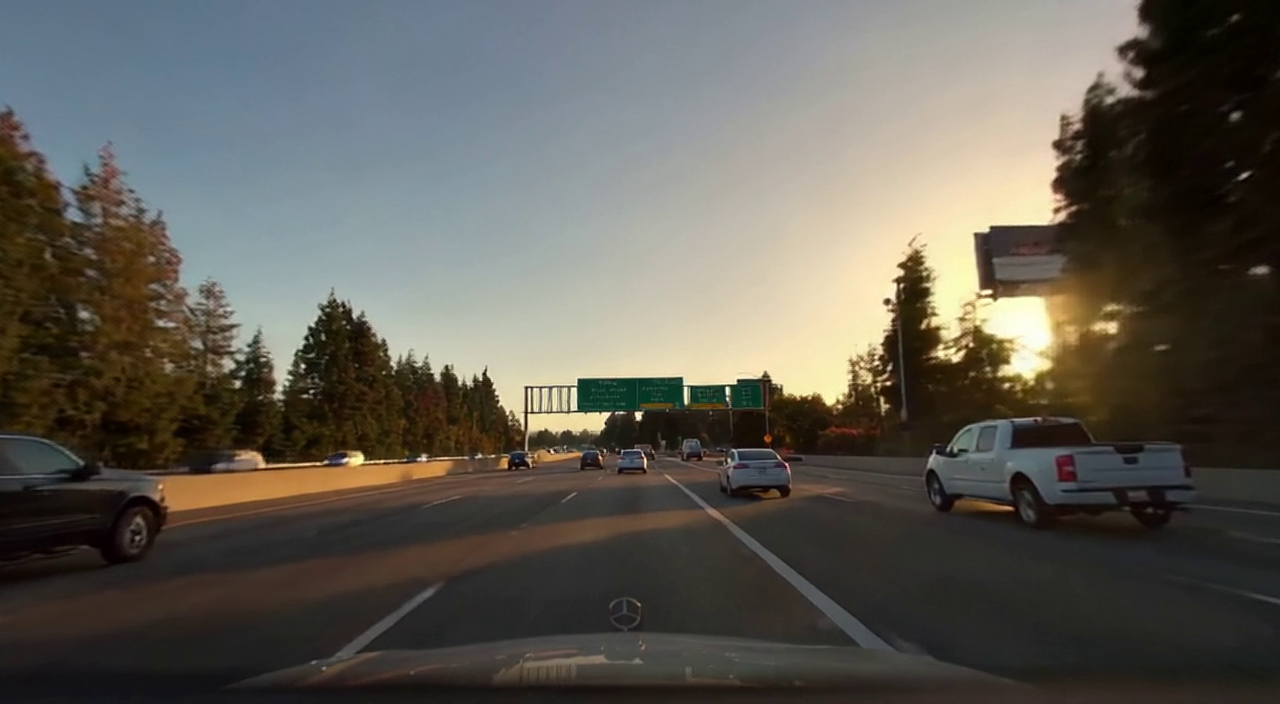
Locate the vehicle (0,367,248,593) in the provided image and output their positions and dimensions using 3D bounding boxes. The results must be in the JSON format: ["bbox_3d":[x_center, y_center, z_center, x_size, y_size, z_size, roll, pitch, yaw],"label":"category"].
[{"bbox_3d":[-6.998,1.234,6.154,2.444,2.012,6.122,-1,-9,0],"label":"vehicle"}]

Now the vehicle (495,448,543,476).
[{"bbox_3d":[-6.992,6.406,36.986,1.920,1.482,4.385,-1,-9,0],"label":"vehicle"}]

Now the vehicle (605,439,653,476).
[{"bbox_3d":[-0.575,5.572,33.489,2.323,1.805,4.729,0,-9,-1],"label":"vehicle"}]

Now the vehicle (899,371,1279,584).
[{"bbox_3d":[6.250,1.580,8.776,2.635,1.919,5.907,0,-9,-2],"label":"vehicle"}]

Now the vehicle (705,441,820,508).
[{"bbox_3d":[2.994,3.092,16.411,2.011,1.462,4.286,0,-9,-1],"label":"vehicle"}]
